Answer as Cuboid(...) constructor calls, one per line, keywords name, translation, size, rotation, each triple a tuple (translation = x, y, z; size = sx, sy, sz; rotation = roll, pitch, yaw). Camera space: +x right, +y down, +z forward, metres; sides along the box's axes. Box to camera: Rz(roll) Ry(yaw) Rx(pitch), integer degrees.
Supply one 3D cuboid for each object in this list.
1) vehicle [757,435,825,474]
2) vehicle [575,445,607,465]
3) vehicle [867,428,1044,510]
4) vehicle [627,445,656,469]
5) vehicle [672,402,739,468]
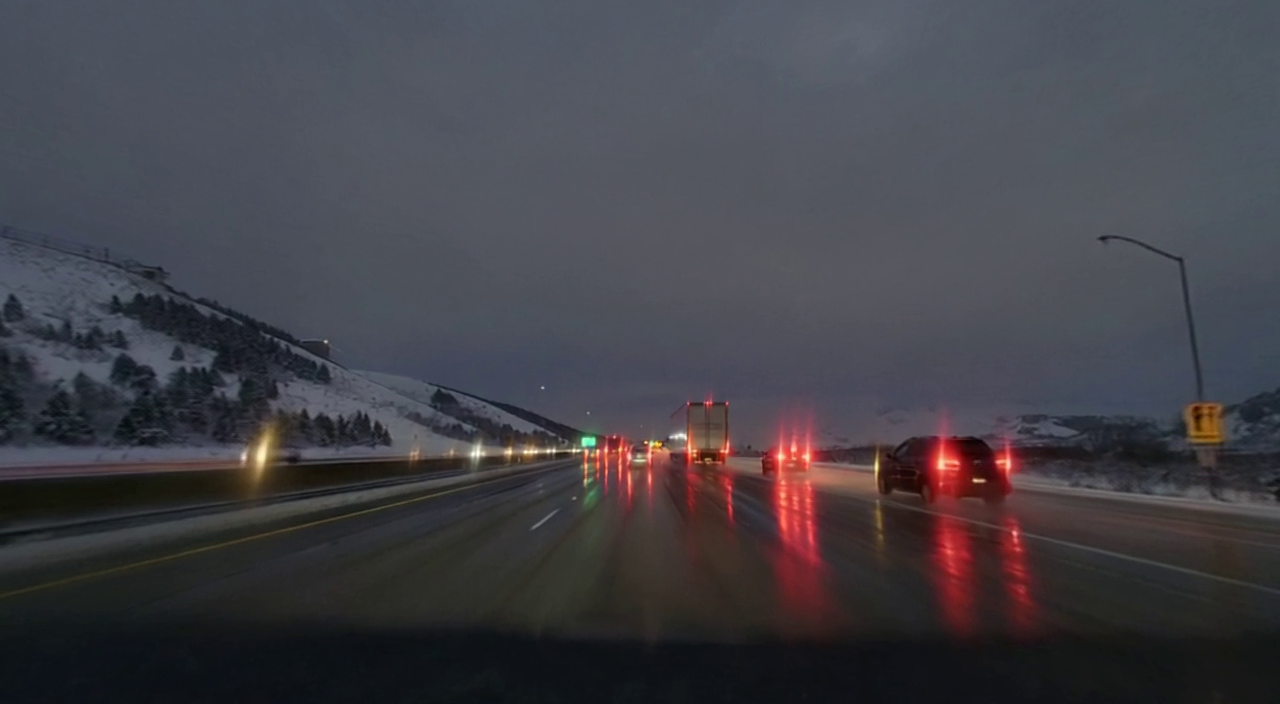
Cuboid(name="vehicle", translation=(7.364, 5.045, 31.174), size=(2.143, 1.775, 4.729), rotation=(0, -9, 0))
Cuboid(name="vehicle", translation=(-3.696, 7.907, 48.486), size=(2.132, 1.506, 4.256), rotation=(0, -9, 0))
Cuboid(name="vehicle", translation=(7.369, 2.774, 15.353), size=(2.044, 1.676, 4.421), rotation=(0, -9, 1))
Cuboid(name="vehicle", translation=(0.081, 6.956, 42.054), size=(1.866, 1.492, 3.932), rotation=(0, -9, -1))
Cuboid(name="vehicle", translation=(3.914, 5.468, 40.783), size=(3.130, 3.607, 11.129), rotation=(0, -9, 0))
